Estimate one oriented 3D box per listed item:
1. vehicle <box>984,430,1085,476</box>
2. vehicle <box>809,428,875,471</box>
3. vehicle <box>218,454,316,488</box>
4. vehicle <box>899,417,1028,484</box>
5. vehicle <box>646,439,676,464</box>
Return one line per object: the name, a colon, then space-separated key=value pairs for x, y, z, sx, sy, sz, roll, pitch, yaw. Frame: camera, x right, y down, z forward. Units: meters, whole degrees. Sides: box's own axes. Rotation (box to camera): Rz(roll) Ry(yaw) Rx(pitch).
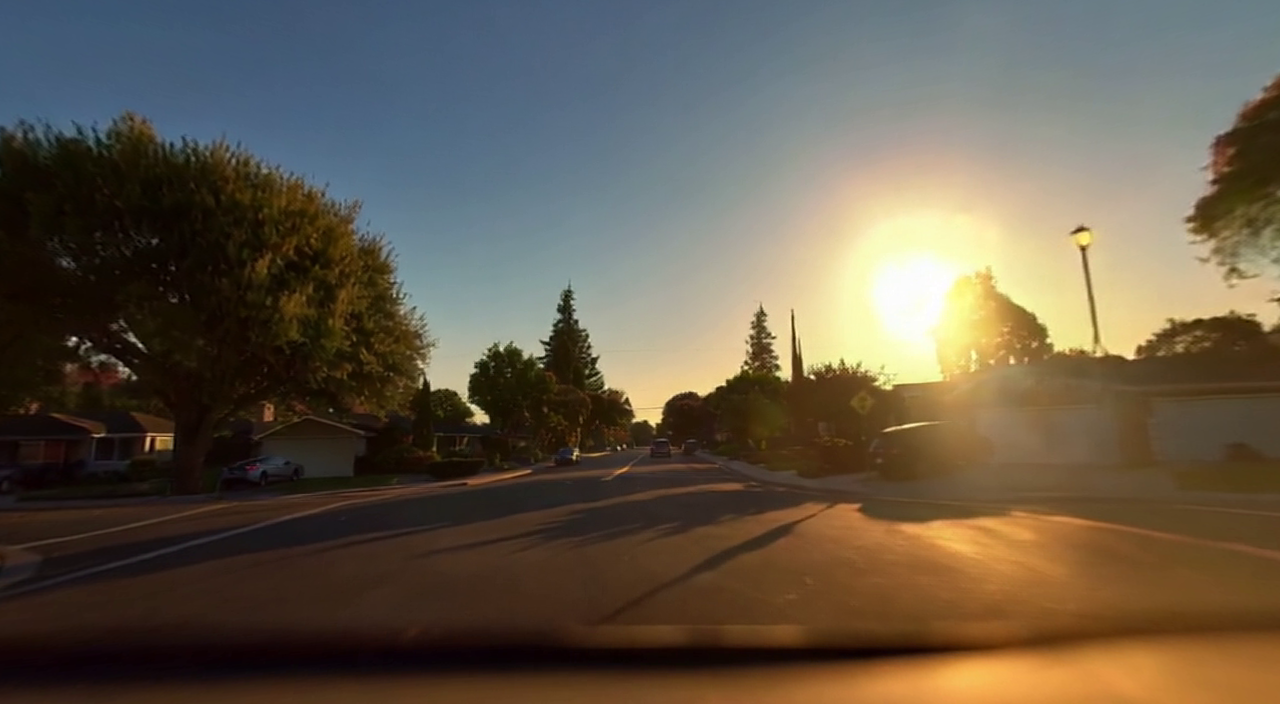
vehicle: x=14.166 y=3.648 z=22.963 sx=1.972 sy=1.528 sz=3.891 roll=-2 pitch=-9 yaw=15
vehicle: x=9.412 y=4.582 z=29.791 sx=2.130 sy=1.836 sz=4.464 roll=-1 pitch=-9 yaw=7
vehicle: x=-18.352 y=5.862 z=31.379 sx=1.917 sy=1.499 sz=4.569 roll=0 pitch=-9 yaw=2
vehicle: x=10.750 y=3.340 z=21.592 sx=2.333 sy=1.933 sz=5.662 roll=-2 pitch=-9 yaw=11
vehicle: x=1.590 y=7.358 z=46.824 sx=2.116 sy=1.711 sz=4.155 roll=0 pitch=-9 yaw=3
